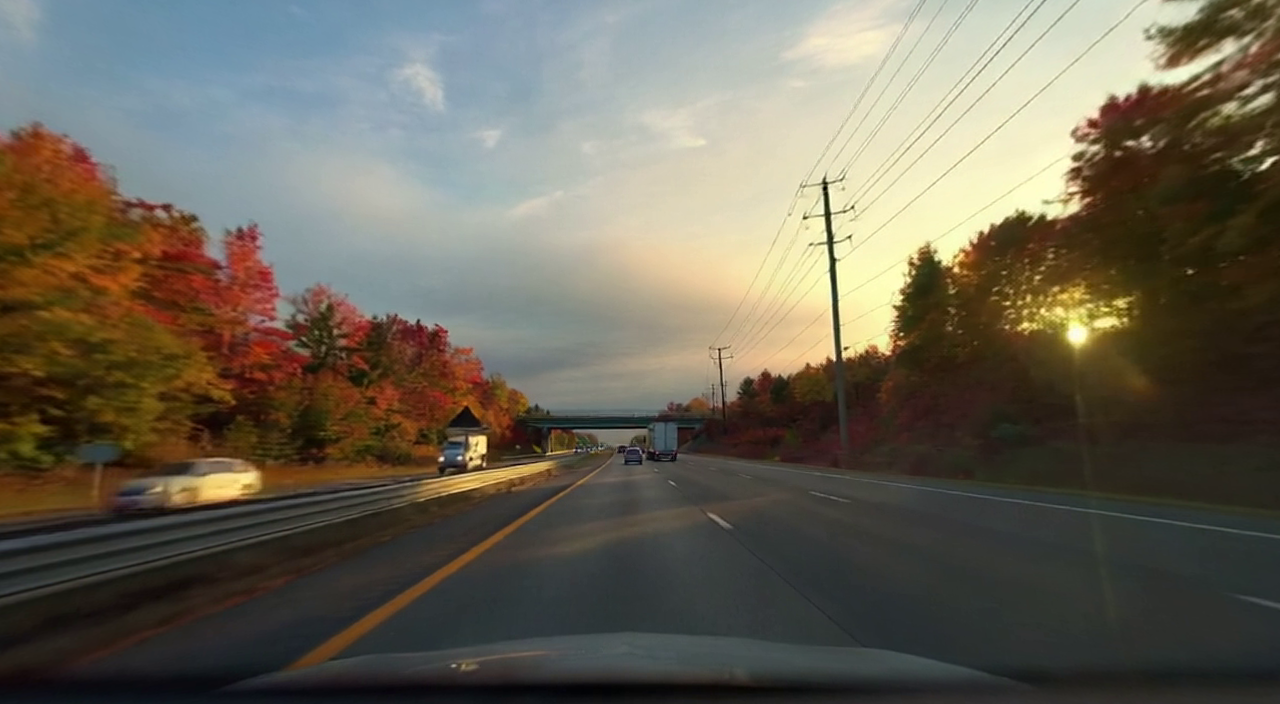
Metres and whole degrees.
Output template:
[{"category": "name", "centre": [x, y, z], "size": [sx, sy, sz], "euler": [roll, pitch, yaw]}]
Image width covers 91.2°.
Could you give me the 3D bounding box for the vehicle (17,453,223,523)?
[{"category": "vehicle", "centre": [-13.567, 3.529, 16.778], "size": [1.930, 1.569, 4.186], "euler": [0, -9, 0]}]

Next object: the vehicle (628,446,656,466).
[{"category": "vehicle", "centre": [0.098, 7.916, 47.733], "size": [1.961, 1.454, 3.755], "euler": [0, -9, -3]}]

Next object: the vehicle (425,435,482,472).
[{"category": "vehicle", "centre": [-14.169, 7.785, 48.121], "size": [2.377, 2.618, 6.692], "euler": [0, -9, -1]}]
